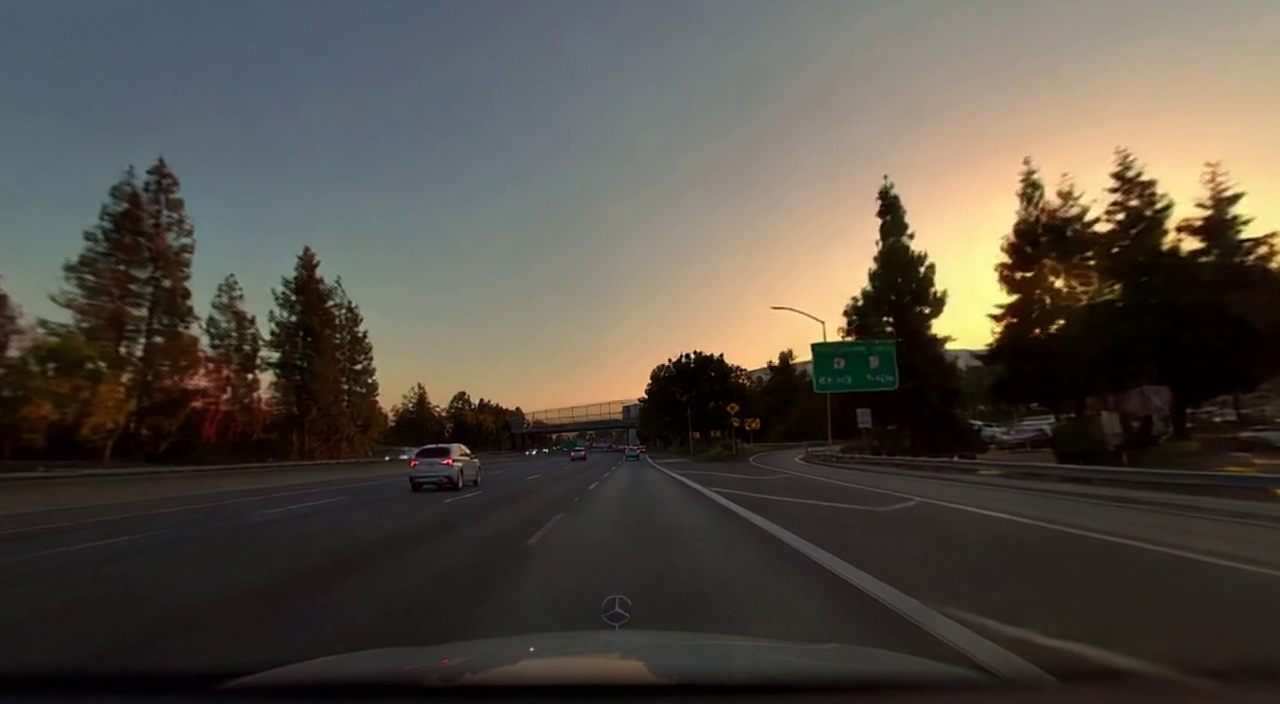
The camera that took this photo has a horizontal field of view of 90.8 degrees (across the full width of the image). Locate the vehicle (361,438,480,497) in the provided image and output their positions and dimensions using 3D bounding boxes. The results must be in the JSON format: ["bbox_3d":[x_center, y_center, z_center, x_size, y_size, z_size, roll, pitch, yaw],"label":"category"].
[{"bbox_3d":[-6.693,3.572,19.948,2.016,1.606,4.806,0,-9,0],"label":"vehicle"}]
